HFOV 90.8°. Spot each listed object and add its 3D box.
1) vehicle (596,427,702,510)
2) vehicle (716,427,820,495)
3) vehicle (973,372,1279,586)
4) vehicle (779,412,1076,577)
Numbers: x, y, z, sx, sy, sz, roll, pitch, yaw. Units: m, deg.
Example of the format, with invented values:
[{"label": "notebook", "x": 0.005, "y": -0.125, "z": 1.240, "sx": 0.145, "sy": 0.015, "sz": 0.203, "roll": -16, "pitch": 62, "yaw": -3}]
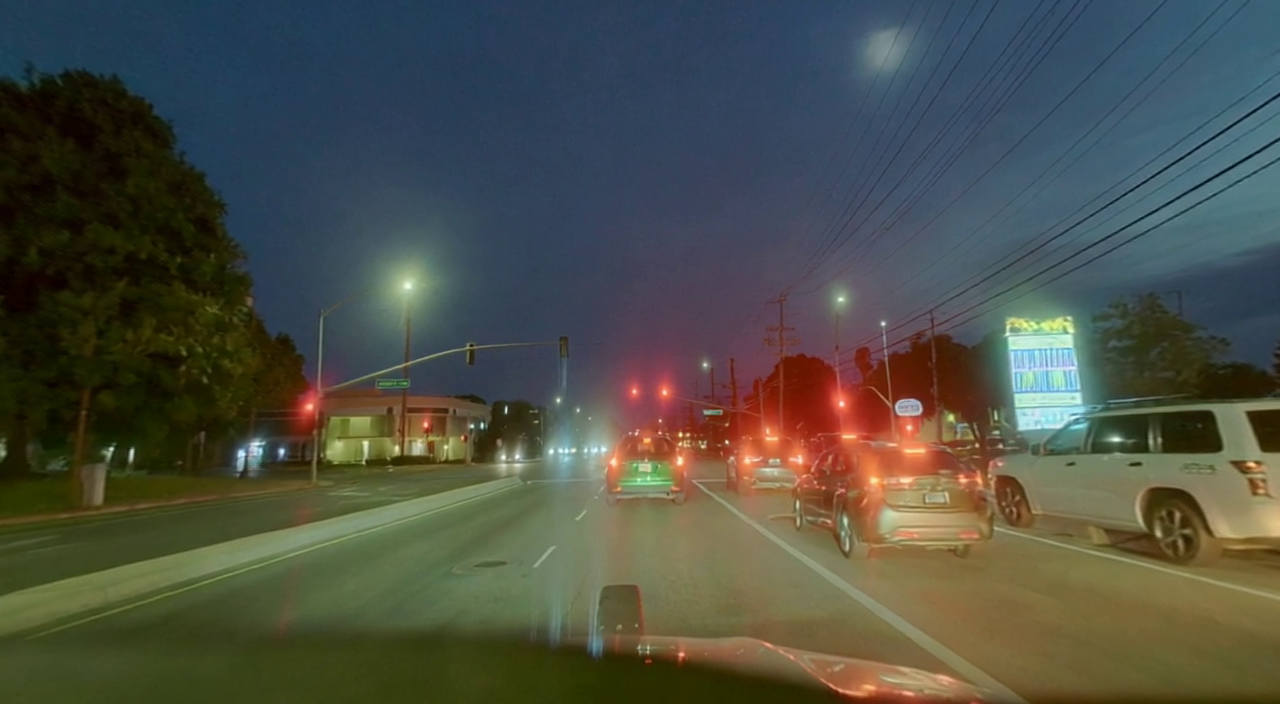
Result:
[{"label": "vehicle", "x": 0.180, "y": 2.665, "z": 14.852, "sx": 2.149, "sy": 1.668, "sz": 3.962, "roll": 0, "pitch": -9, "yaw": 0}, {"label": "vehicle", "x": 3.696, "y": 3.240, "z": 19.178, "sx": 2.060, "sy": 1.789, "sz": 4.712, "roll": 0, "pitch": -9, "yaw": -1}, {"label": "vehicle", "x": 6.675, "y": 1.499, "z": 8.204, "sx": 2.080, "sy": 1.958, "sz": 4.653, "roll": 0, "pitch": -9, "yaw": -1}, {"label": "vehicle", "x": 3.322, "y": 1.736, "z": 8.457, "sx": 1.998, "sy": 1.620, "sz": 4.267, "roll": 0, "pitch": -9, "yaw": 1}]
